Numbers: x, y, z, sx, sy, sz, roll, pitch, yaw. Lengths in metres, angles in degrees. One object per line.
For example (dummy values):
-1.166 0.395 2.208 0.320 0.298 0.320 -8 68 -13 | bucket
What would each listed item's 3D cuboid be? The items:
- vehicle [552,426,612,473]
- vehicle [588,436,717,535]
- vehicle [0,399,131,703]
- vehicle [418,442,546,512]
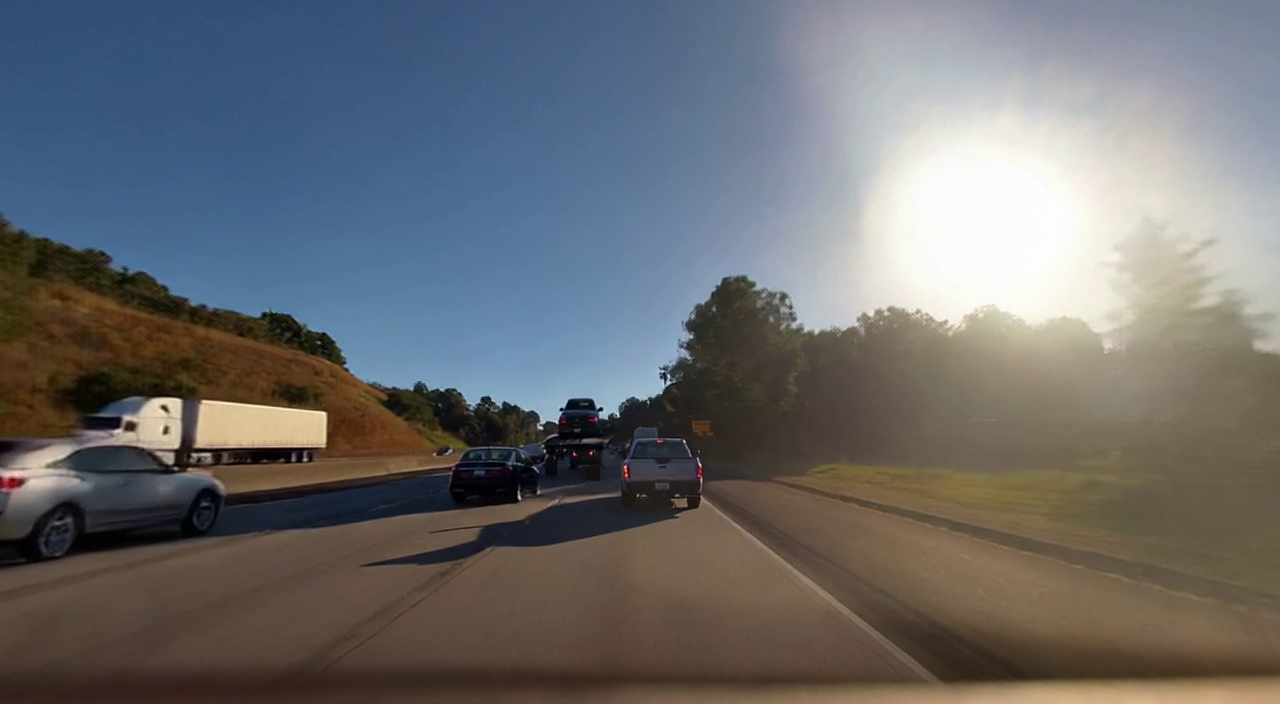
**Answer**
-2.152 3.644 23.563 2.031 1.594 4.103 1 -9 -5 | vehicle
0.180 2.326 11.496 1.991 1.507 3.391 0 -9 0 | vehicle
-3.393 0.717 0.914 2.149 1.497 3.753 0 -9 0 | vehicle
-3.727 3.028 15.795 1.947 1.470 4.526 0 -9 1 | vehicle
